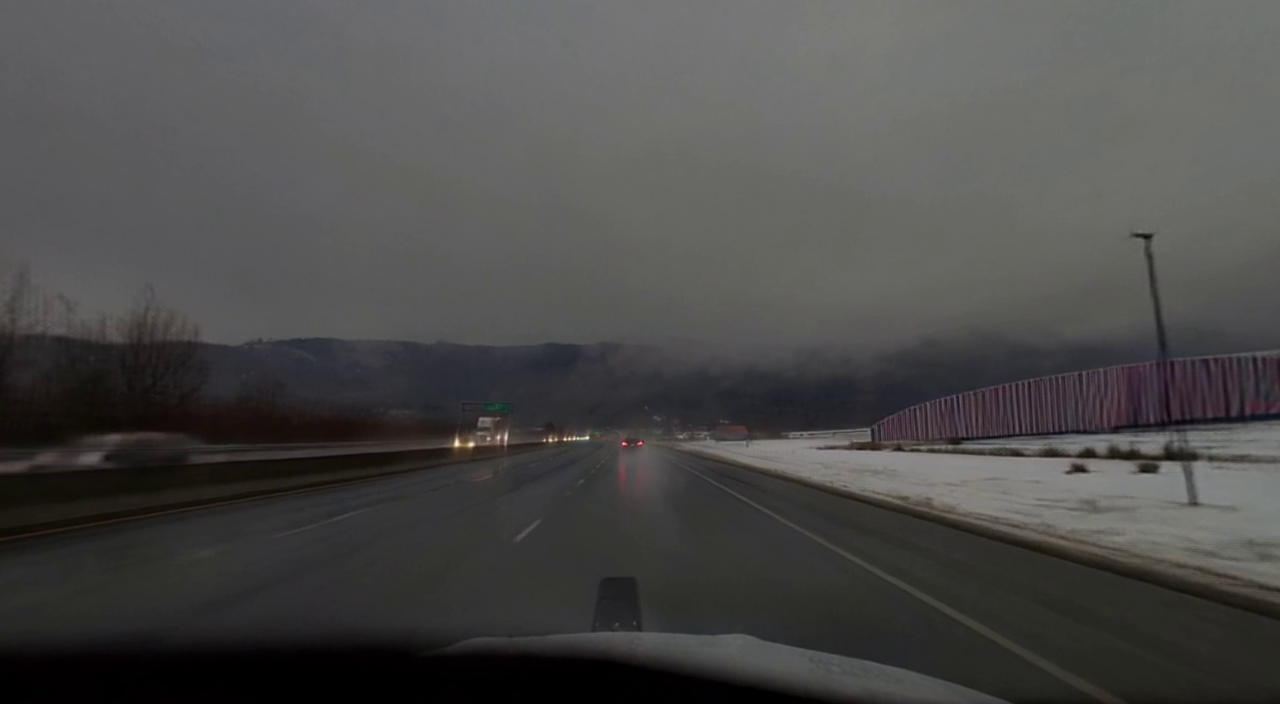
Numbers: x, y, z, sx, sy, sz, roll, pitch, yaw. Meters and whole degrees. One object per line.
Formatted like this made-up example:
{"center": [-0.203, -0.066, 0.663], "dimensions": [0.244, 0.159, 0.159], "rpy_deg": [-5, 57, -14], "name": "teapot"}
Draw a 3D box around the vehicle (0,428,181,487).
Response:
{"center": [-15.256, 2.881, 17.551], "dimensions": [1.749, 1.446, 4.162], "rpy_deg": [0, -8, 0], "name": "vehicle"}
